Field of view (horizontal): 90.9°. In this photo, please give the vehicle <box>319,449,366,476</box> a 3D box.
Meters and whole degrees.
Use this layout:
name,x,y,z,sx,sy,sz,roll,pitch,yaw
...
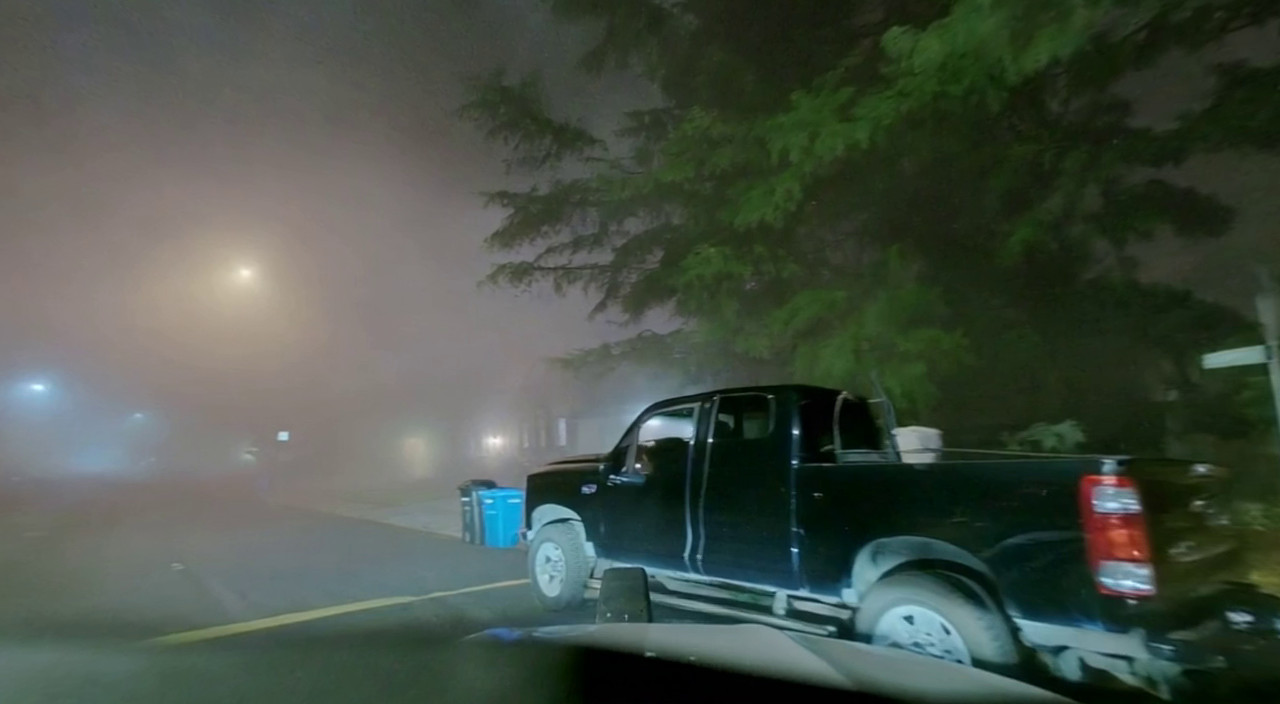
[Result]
name,x,y,z,sx,sy,sz,roll,pitch,yaw
vehicle,-22.139,8.174,46.854,1.936,1.687,4.714,4,-8,-40
